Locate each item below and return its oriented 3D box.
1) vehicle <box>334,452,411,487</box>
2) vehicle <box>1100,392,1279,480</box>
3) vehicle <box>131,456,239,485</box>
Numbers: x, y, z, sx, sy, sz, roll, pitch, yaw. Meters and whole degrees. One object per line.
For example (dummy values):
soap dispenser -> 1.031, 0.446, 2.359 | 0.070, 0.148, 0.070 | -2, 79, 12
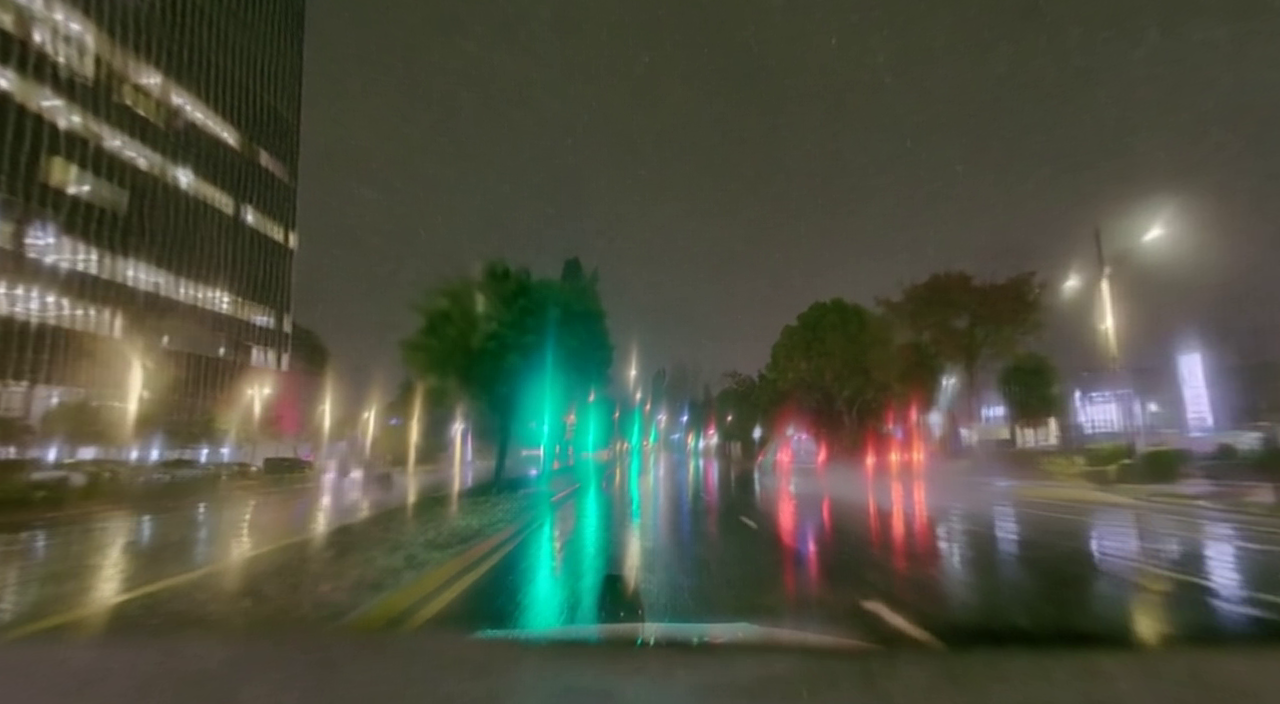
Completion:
vehicle -> -12.323, 5.422, 29.391 | 1.857, 1.483, 3.791 | 0, -8, 0
vehicle -> 25.784, 4.020, 29.869 | 2.724, 3.646, 7.111 | 0, -9, 2
vehicle -> -26.505, 6.908, 37.015 | 4.786, 1.486, 1.936 | 4, -9, -27
